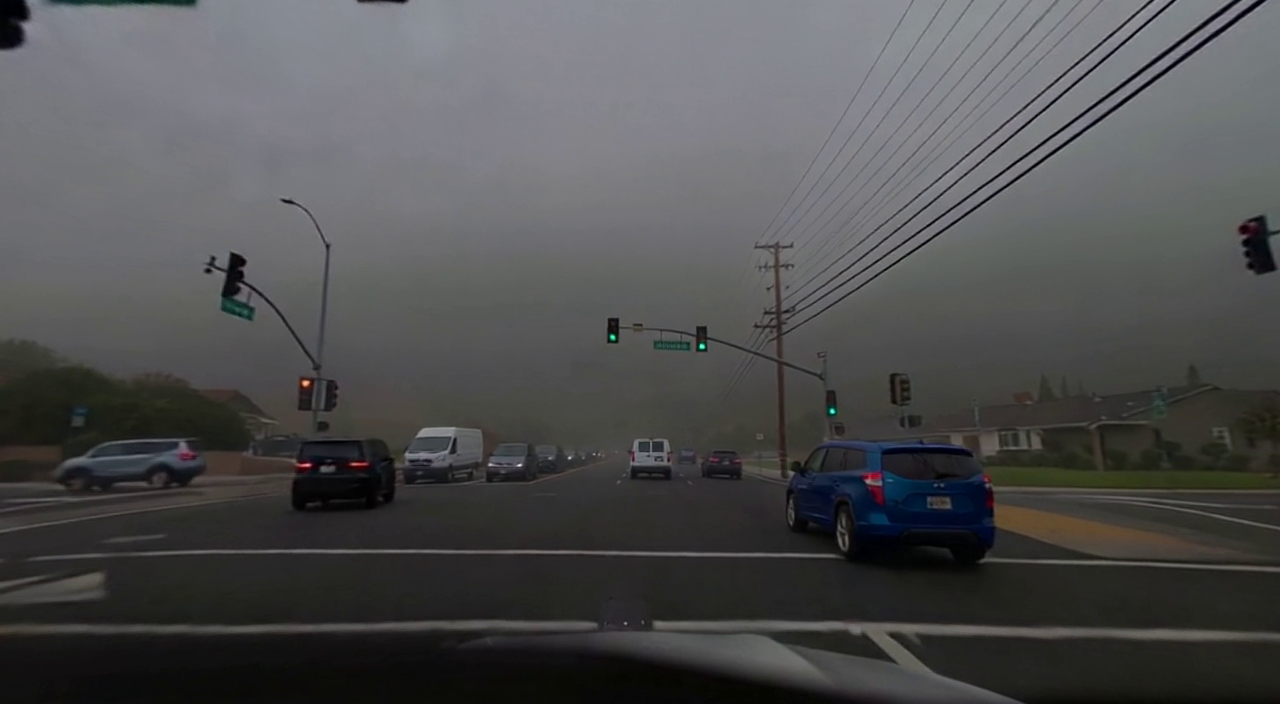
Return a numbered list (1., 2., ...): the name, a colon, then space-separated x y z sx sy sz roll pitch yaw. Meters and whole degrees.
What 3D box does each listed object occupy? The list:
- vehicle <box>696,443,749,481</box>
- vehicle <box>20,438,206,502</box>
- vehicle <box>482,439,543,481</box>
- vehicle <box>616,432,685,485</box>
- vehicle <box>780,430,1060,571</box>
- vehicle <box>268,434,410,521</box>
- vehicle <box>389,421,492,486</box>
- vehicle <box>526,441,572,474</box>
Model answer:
1. vehicle: 3.868 5.216 30.207 1.957 1.646 4.355 0 -8 0
2. vehicle: -16.823 3.727 20.224 4.530 1.864 1.999 -2 -9 11
3. vehicle: -5.916 5.046 29.792 1.983 1.801 4.391 0 -8 0
4. vehicle: 0.406 4.436 26.616 2.636 2.011 5.130 0 -8 0
5. vehicle: 3.859 2.114 9.891 2.155 1.658 4.721 0 -8 -1
6. vehicle: -7.405 2.913 15.271 2.059 1.749 4.458 7 -11 -38
7. vehicle: -9.177 4.748 29.806 2.725 2.710 6.304 0 -8 0
8. vehicle: -5.560 6.510 39.327 1.993 1.884 5.481 0 -8 1
